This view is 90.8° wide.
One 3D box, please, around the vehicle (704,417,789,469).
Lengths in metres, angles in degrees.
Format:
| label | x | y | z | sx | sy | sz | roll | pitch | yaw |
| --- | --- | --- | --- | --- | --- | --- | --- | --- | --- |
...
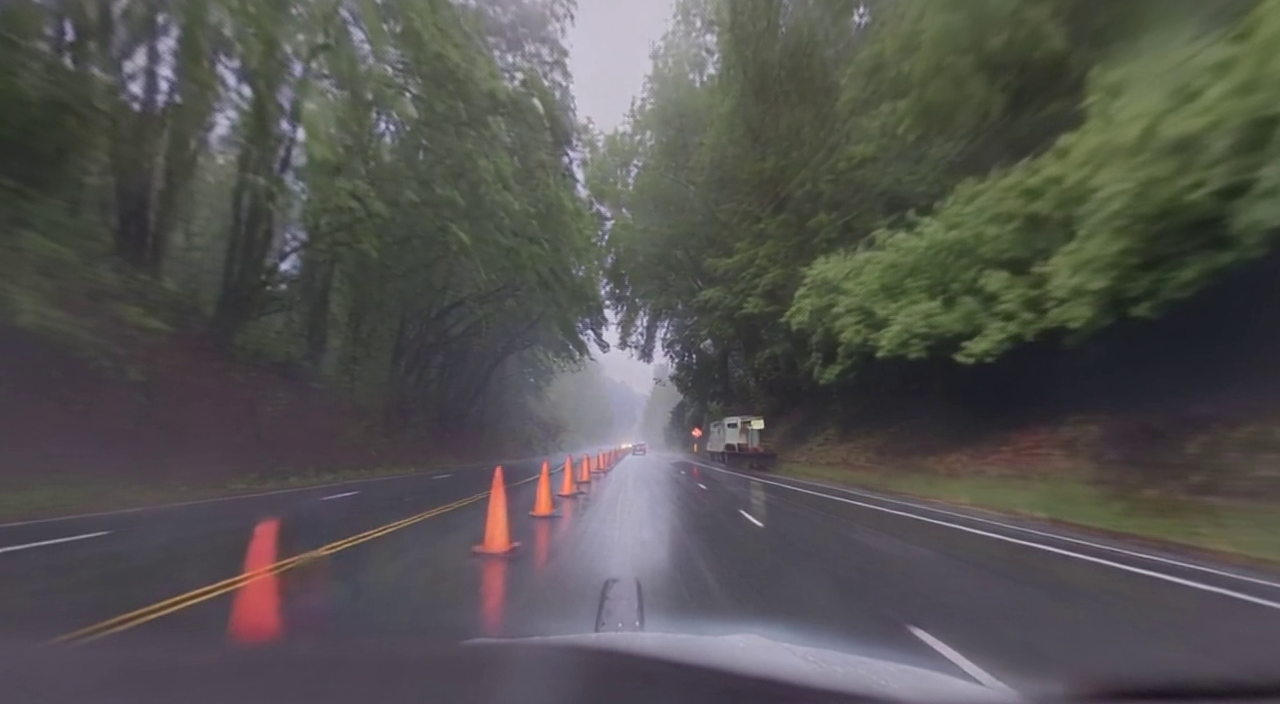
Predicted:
| label | x | y | z | sx | sy | sz | roll | pitch | yaw |
| --- | --- | --- | --- | --- | --- | --- | --- | --- | --- |
| vehicle | 6.312 | 5.500 | 38.061 | 2.390 | 2.899 | 4.603 | 6 | -10 | -35 |
